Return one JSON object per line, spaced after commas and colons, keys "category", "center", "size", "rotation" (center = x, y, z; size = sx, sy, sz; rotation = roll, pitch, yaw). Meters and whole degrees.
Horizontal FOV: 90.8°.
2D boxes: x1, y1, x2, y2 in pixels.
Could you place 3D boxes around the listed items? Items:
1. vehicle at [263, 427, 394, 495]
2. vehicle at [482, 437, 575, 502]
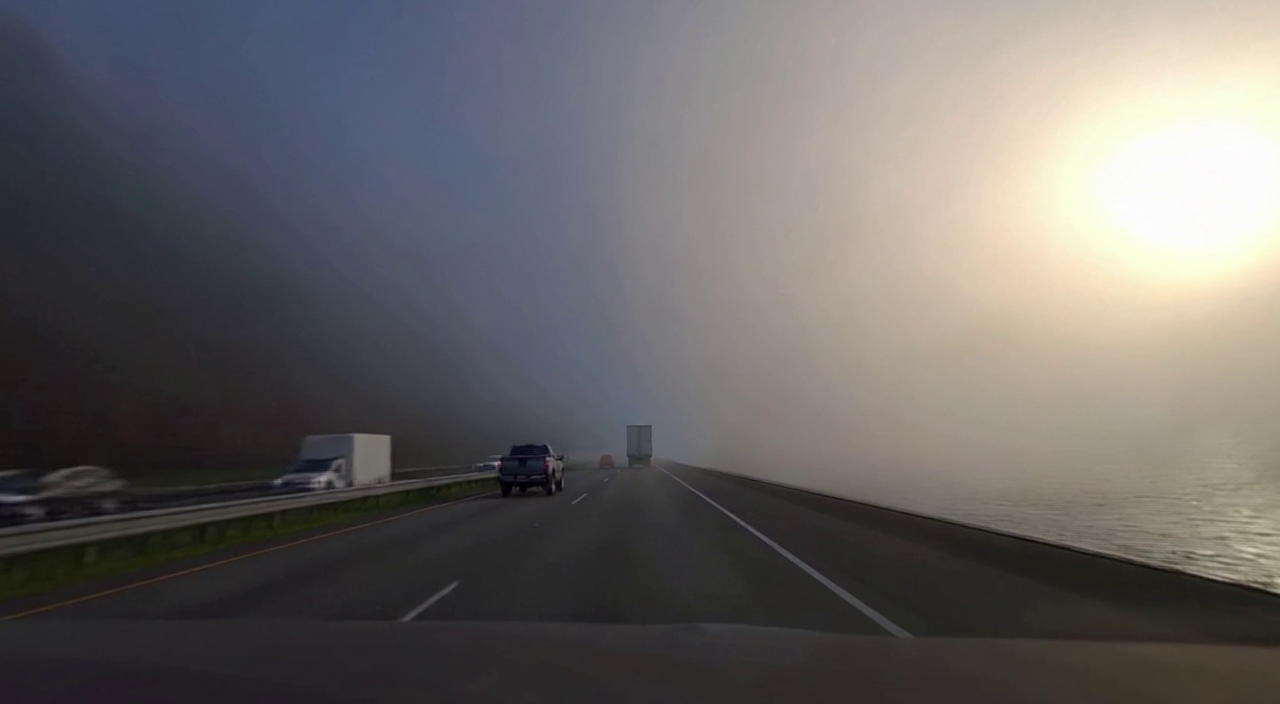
{"category": "vehicle", "center": [-12.330, 4.383, 25.583], "size": [2.248, 2.417, 5.896], "rotation": [0, -9, 0]}
{"category": "vehicle", "center": [-3.452, 3.756, 20.555], "size": [2.079, 1.845, 4.654], "rotation": [0, -9, 1]}
